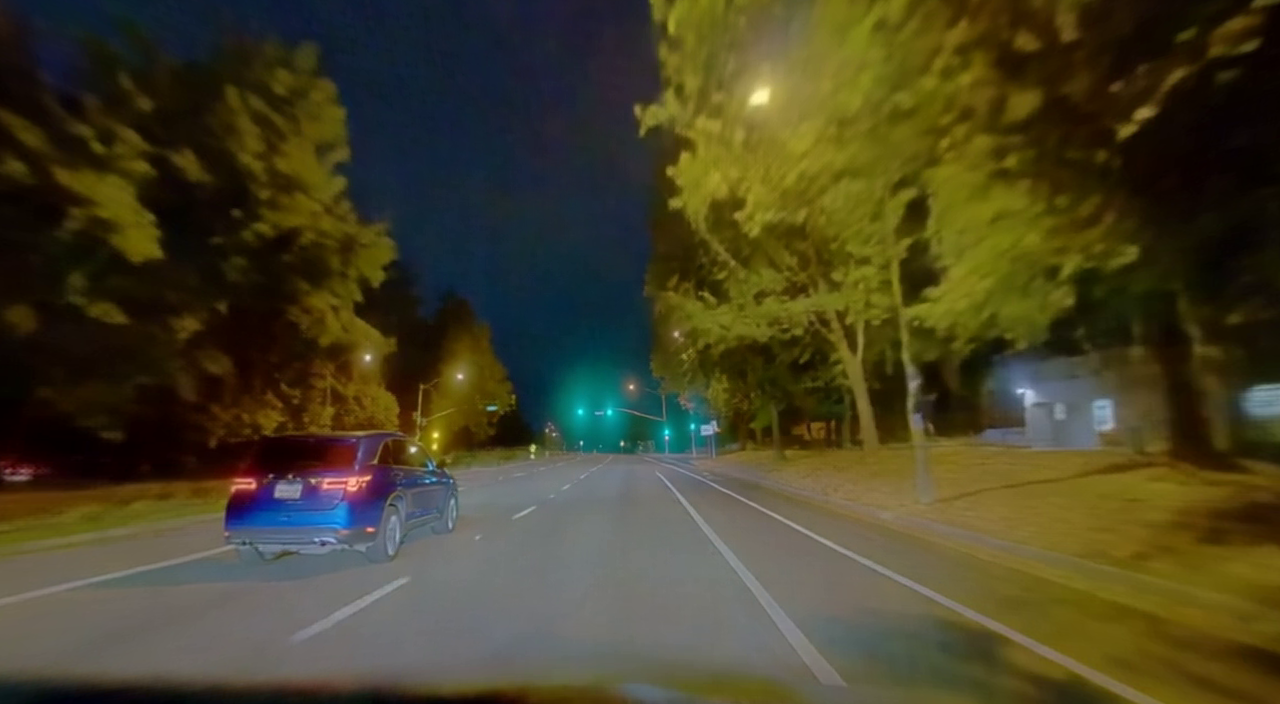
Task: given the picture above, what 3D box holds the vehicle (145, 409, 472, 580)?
[{"bbox_3d":[-3.993,1.797,8.738,2.121,1.724,4.392,0,-9,0],"label":"vehicle"}]
